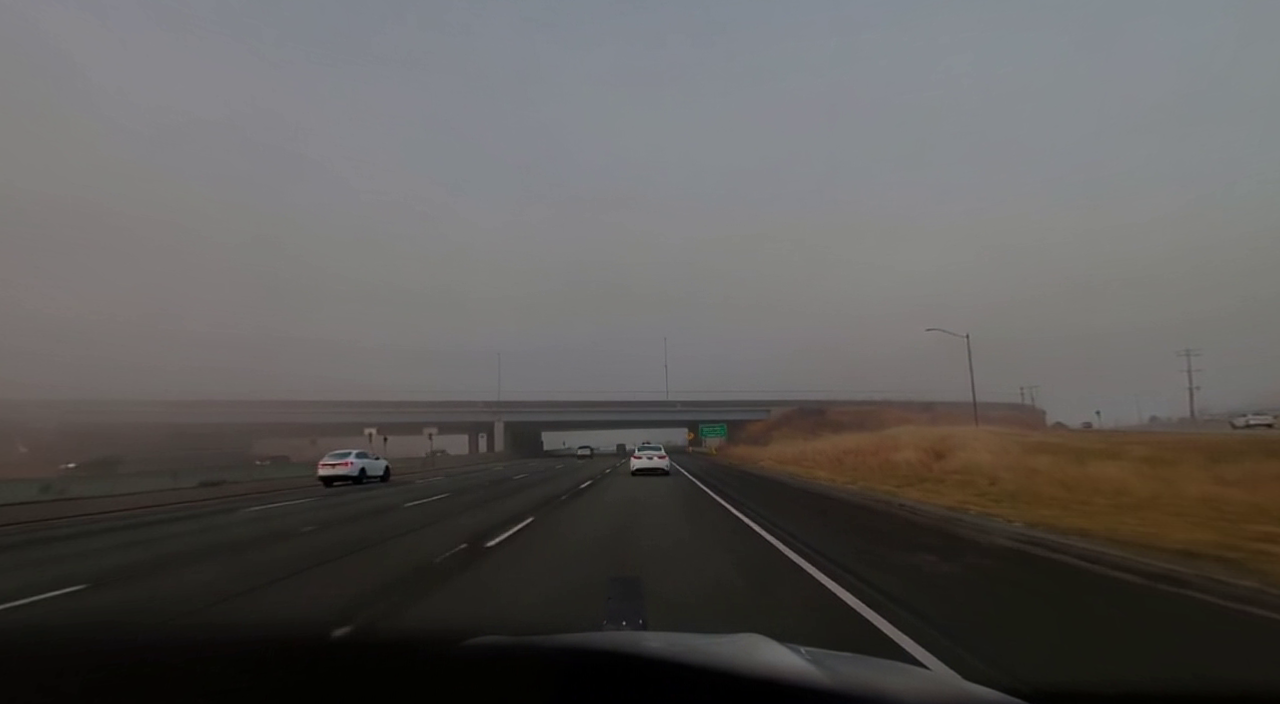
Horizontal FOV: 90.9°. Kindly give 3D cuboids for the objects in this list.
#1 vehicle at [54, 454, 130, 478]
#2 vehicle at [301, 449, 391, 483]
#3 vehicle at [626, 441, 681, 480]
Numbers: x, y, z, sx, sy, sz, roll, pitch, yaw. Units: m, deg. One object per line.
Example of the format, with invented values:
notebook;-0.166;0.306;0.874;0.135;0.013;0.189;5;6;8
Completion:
vehicle;-35.646;7.406;41.133;1.621;1.437;3.645;-1;-9;1
vehicle;-14.216;5.500;30.830;1.960;1.505;4.854;-1;-9;1
vehicle;0.524;4.621;27.038;2.145;1.493;4.146;0;-9;0
